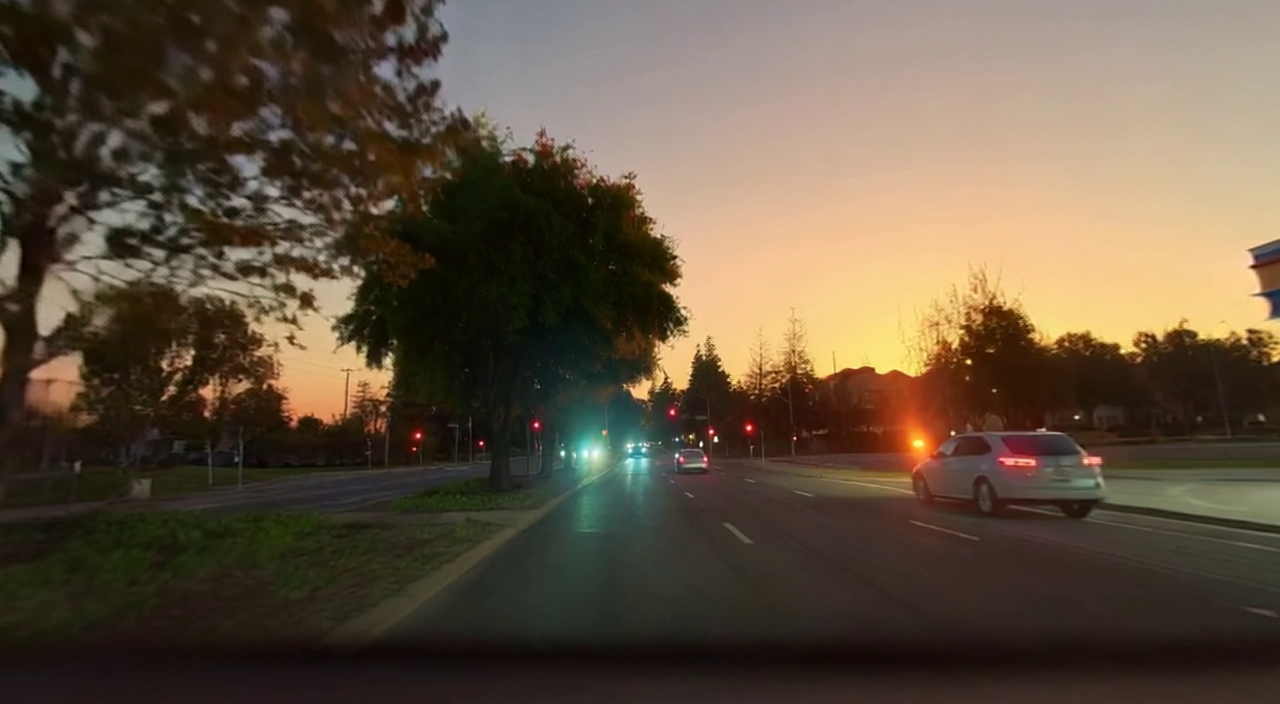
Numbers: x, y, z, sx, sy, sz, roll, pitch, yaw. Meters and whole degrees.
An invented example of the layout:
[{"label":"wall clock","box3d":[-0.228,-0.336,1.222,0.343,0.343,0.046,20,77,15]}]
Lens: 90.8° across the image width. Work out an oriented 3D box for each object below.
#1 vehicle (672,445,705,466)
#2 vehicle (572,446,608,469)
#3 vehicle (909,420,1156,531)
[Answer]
[{"label":"vehicle","box3d":[3.423,7.443,45.545,2.029,1.442,4.054,0,-9,-1]},{"label":"vehicle","box3d":[-3.281,7.018,42.229,2.049,1.449,4.213,0,-9,1]},{"label":"vehicle","box3d":[6.907,2.205,11.776,1.950,1.668,4.053,0,-9,0]}]
